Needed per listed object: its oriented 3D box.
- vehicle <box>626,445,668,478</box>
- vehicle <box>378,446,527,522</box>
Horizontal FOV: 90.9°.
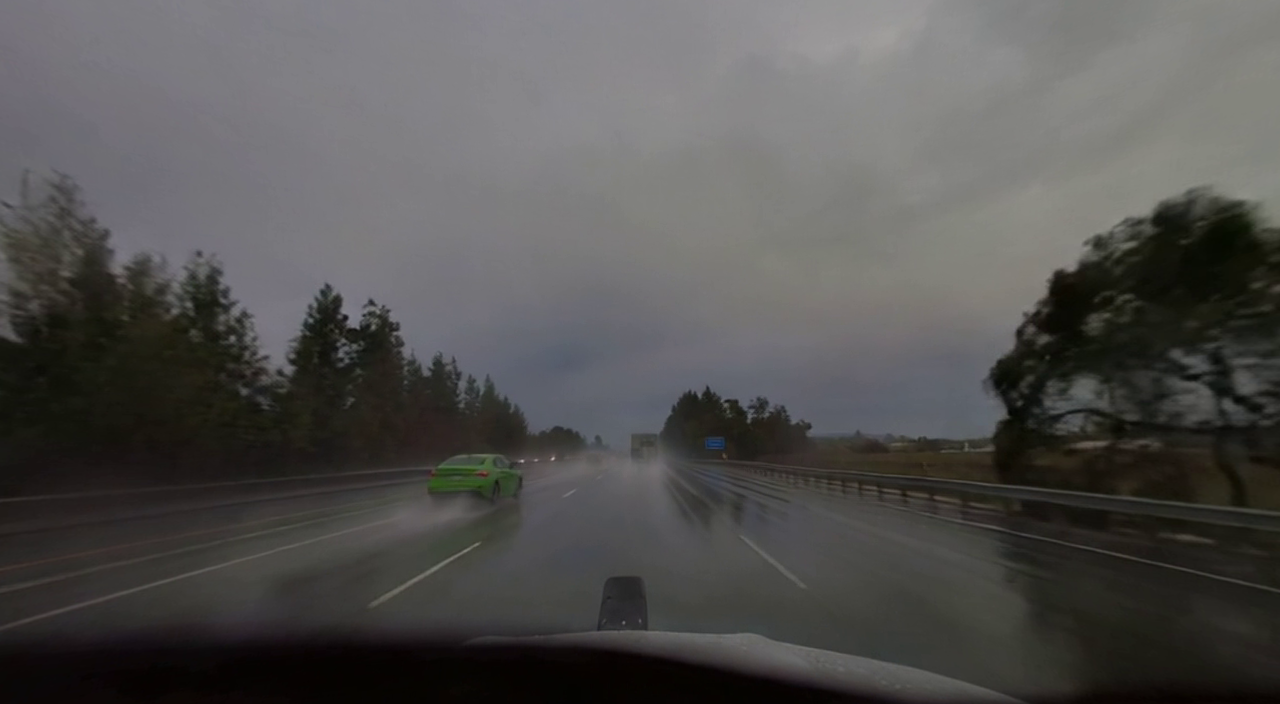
[{"bbox_3d":[0.355,5.997,34.756,2.172,1.687,3.929,0,-9,0],"label":"vehicle"},{"bbox_3d":[-4.051,2.917,14.499,1.998,1.460,4.422,0,-9,1],"label":"vehicle"}]
